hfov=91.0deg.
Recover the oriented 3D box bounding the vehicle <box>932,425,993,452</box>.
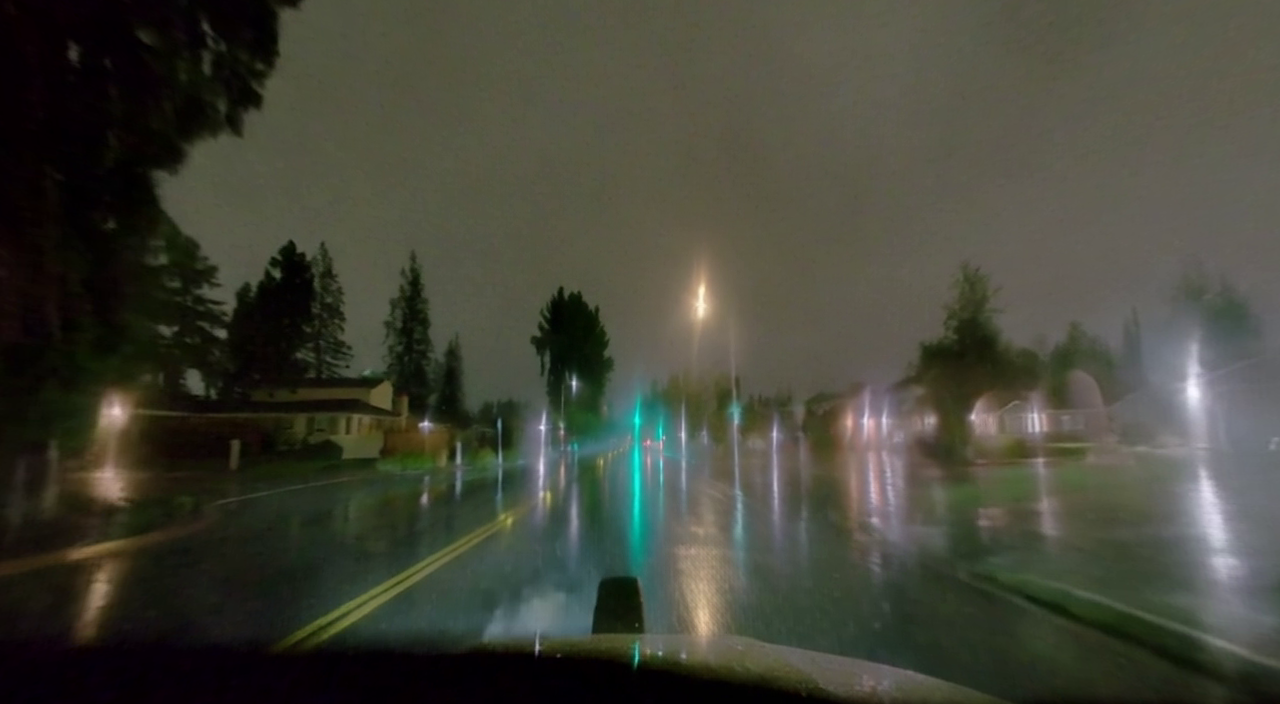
[{"bbox_3d":[18.939,5.131,37.158,1.803,1.504,4.324,-1,-9,8],"label":"vehicle"}]

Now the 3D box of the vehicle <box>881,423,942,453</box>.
[{"bbox_3d":[16.171,5.199,37.773,1.829,1.667,4.437,0,-9,2],"label":"vehicle"}]
